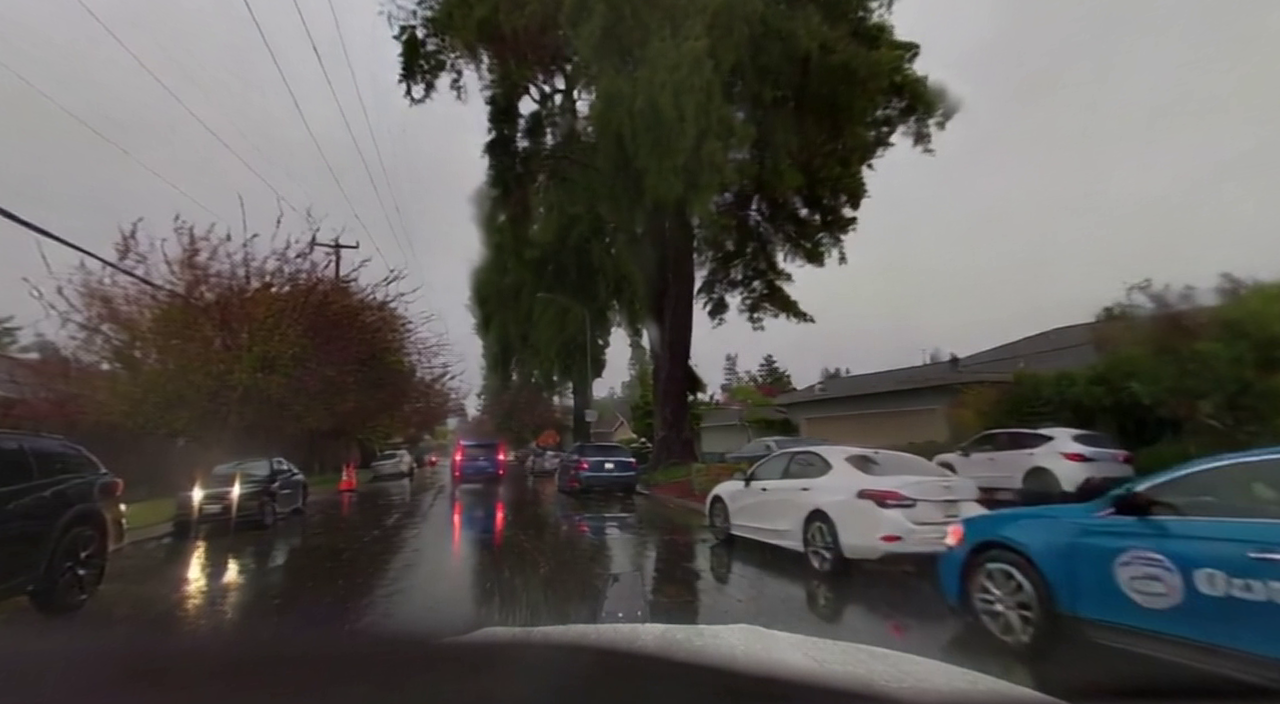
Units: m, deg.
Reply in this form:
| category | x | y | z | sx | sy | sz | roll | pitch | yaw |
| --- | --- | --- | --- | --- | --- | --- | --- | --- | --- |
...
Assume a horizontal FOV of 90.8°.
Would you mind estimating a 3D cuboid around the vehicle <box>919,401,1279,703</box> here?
| category | x | y | z | sx | sy | sz | roll | pitch | yaw |
| --- | --- | --- | --- | --- | --- | --- | --- | --- | --- |
| vehicle | 3.739 | 0.947 | 2.424 | 2.400 | 1.515 | 4.710 | 2 | -9 | -15 |

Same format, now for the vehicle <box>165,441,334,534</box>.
| category | x | y | z | sx | sy | sz | roll | pitch | yaw |
| --- | --- | --- | --- | --- | --- | --- | --- | --- | --- |
| vehicle | -8.470 | 2.886 | 14.243 | 1.877 | 1.608 | 4.529 | 2 | -7 | -14 |

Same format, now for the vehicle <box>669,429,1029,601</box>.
| category | x | y | z | sx | sy | sz | roll | pitch | yaw |
| --- | --- | --- | --- | --- | --- | --- | --- | --- | --- |
| vehicle | 2.142 | 1.858 | 8.391 | 1.996 | 1.497 | 5.022 | 1 | -9 | -16 |

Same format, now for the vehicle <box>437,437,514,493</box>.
| category | x | y | z | sx | sy | sz | roll | pitch | yaw |
| --- | --- | --- | --- | --- | --- | --- | --- | --- | --- |
| vehicle | -5.812 | 3.915 | 22.329 | 2.350 | 1.748 | 4.094 | 2 | -9 | -15 |

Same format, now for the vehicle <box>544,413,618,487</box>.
| category | x | y | z | sx | sy | sz | roll | pitch | yaw |
| --- | --- | --- | --- | --- | --- | --- | --- | --- | --- |
| vehicle | -2.764 | 4.362 | 28.180 | 2.268 | 2.900 | 5.980 | 2 | -9 | -15 |

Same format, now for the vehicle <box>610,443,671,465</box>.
| category | x | y | z | sx | sy | sz | roll | pitch | yaw |
| --- | --- | --- | --- | --- | --- | --- | --- | --- | --- |
| vehicle | 0.012 | 7.854 | 48.773 | 4.486 | 1.629 | 1.792 | 2 | -9 | -12 |

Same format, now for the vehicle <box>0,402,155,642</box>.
| category | x | y | z | sx | sy | sz | roll | pitch | yaw |
| --- | --- | --- | --- | --- | --- | --- | --- | --- | --- |
| vehicle | -5.733 | 1.220 | 4.310 | 2.154 | 1.764 | 4.797 | 2 | -8 | -16 |

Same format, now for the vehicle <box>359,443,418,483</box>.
| category | x | y | z | sx | sy | sz | roll | pitch | yaw |
| --- | --- | --- | --- | --- | --- | --- | --- | --- | --- |
| vehicle | -12.931 | 5.684 | 32.792 | 2.241 | 1.822 | 4.728 | 0 | -8 | -15 |
